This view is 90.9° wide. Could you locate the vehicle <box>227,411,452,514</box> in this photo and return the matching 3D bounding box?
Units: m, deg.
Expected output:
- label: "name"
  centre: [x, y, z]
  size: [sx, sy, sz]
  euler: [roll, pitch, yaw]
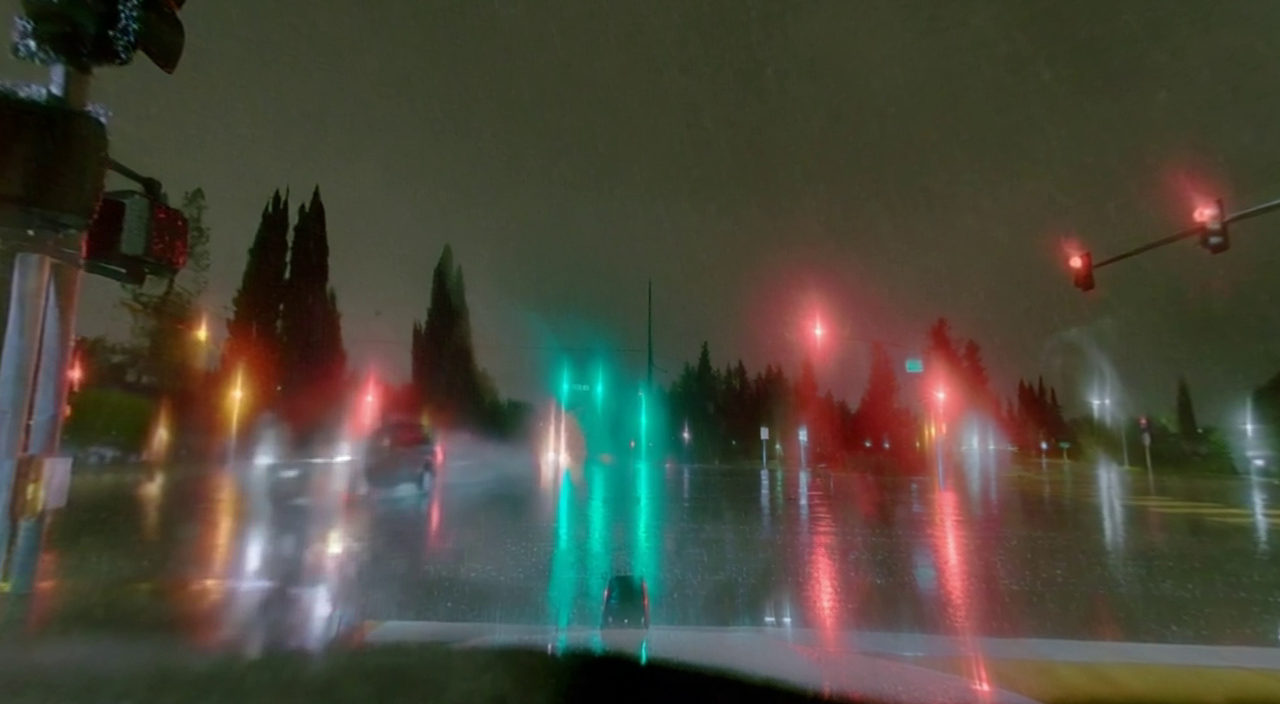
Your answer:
- label: "vehicle"
  centre: [-6.093, 2.337, 13.838]
  size: [2.234, 1.796, 5.416]
  euler: [0, -8, 0]
